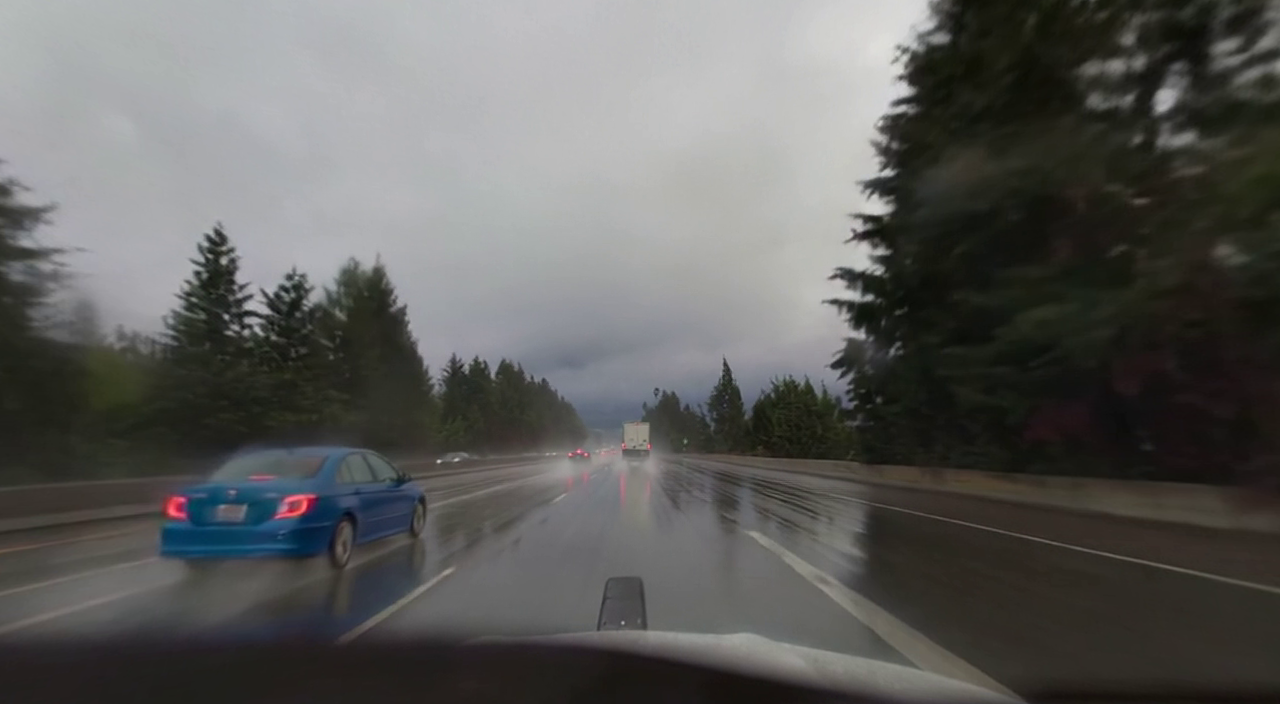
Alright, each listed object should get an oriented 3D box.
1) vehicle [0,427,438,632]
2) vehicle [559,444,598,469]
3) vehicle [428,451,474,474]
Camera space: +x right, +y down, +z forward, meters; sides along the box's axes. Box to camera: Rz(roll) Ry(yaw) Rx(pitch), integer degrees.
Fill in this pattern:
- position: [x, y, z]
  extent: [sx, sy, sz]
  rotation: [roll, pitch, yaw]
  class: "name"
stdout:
- position: [-3.955, 1.667, 7.001]
  extent: [1.916, 1.506, 4.476]
  rotation: [0, -9, 0]
  class: "vehicle"
- position: [-4.291, 7.403, 44.853]
  extent: [2.311, 1.655, 4.382]
  rotation: [0, -9, 0]
  class: "vehicle"
- position: [-13.744, 8.049, 46.055]
  extent: [2.001, 1.574, 4.157]
  rotation: [0, -9, 0]
  class: "vehicle"
